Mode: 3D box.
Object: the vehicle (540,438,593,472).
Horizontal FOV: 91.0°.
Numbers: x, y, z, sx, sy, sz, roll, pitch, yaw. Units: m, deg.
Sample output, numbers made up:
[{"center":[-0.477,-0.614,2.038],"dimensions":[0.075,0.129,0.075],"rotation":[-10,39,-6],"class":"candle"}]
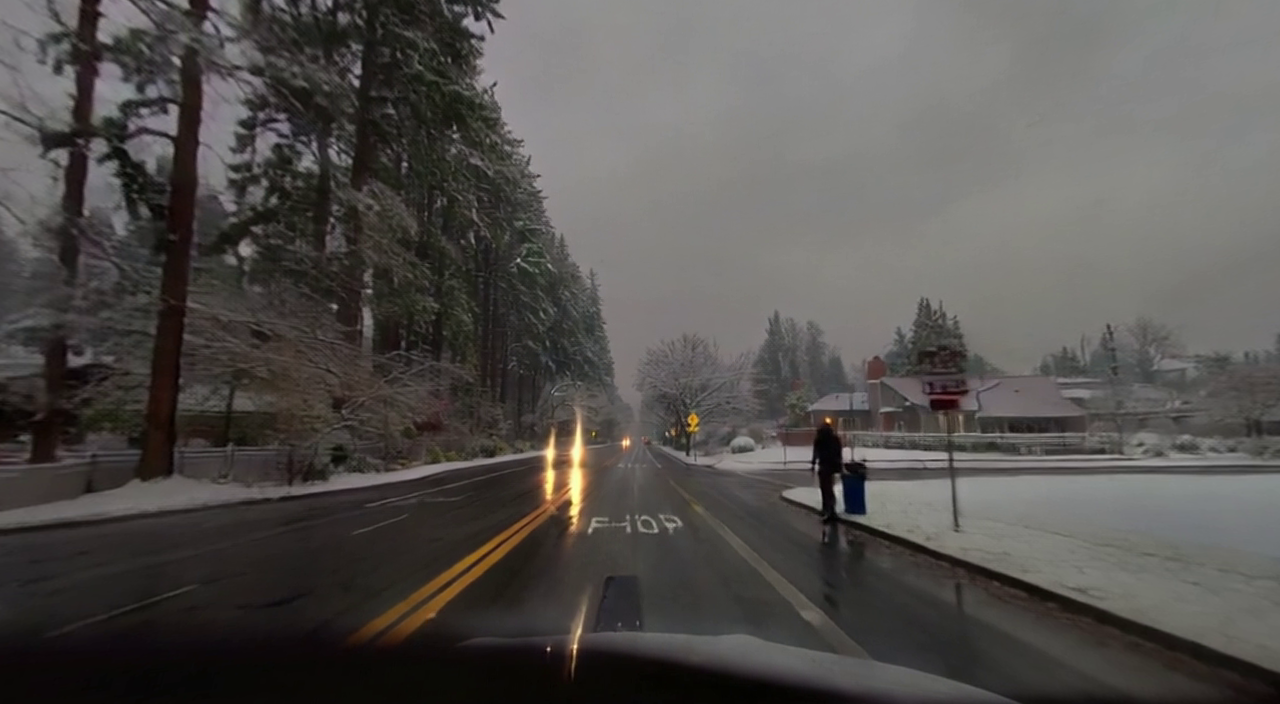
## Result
[{"center":[-4.013,5.745,35.415],"dimensions":[2.267,1.768,4.911],"rotation":[0,-9,1],"class":"vehicle"}]
